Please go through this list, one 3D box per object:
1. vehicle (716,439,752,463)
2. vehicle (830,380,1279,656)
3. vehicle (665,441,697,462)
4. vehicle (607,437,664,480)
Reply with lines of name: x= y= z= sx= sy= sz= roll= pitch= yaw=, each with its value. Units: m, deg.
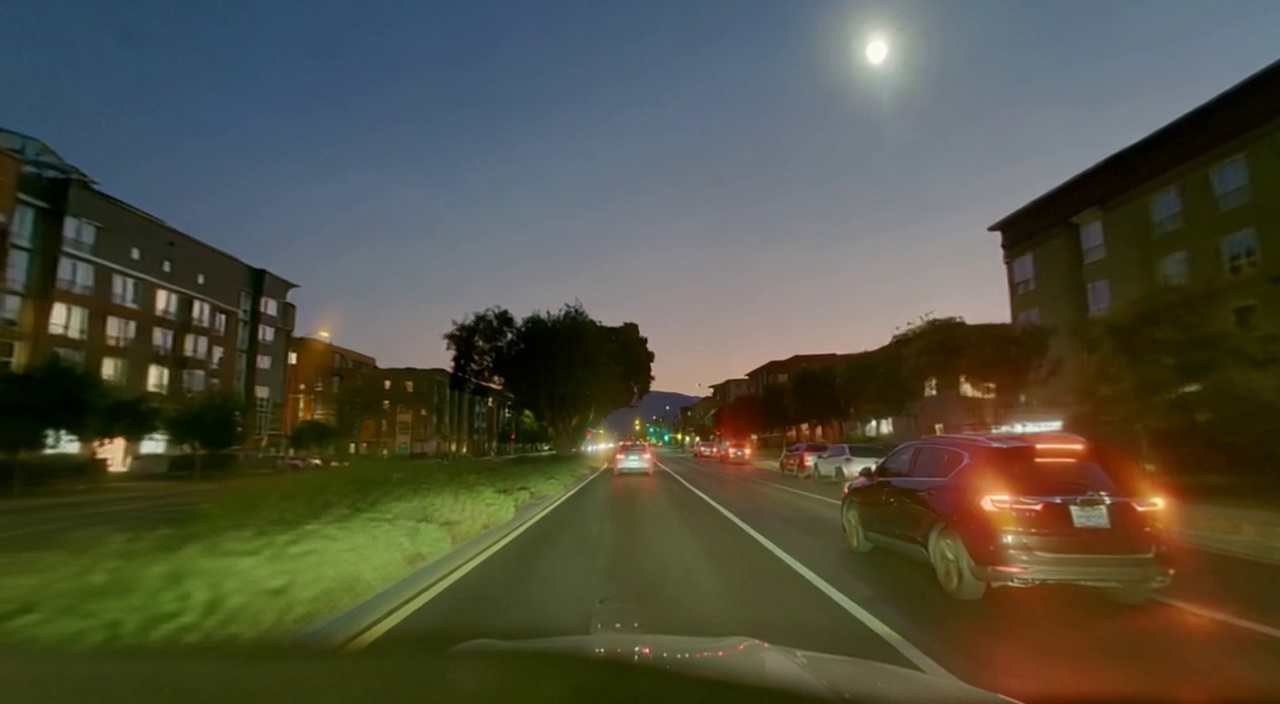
vehicle: x=7.281 y=7.745 z=49.374 sx=2.115 sy=1.739 sz=4.528 roll=0 pitch=-9 yaw=-1
vehicle: x=3.478 y=1.337 z=6.072 sx=1.949 sy=1.723 sz=4.020 roll=0 pitch=-9 yaw=-1
vehicle: x=3.012 y=7.401 z=46.943 sx=1.910 sy=1.474 sz=4.003 roll=0 pitch=-9 yaw=-2
vehicle: x=-0.175 y=4.046 z=24.153 sx=2.006 sy=1.487 sz=3.535 roll=0 pitch=-9 yaw=0
